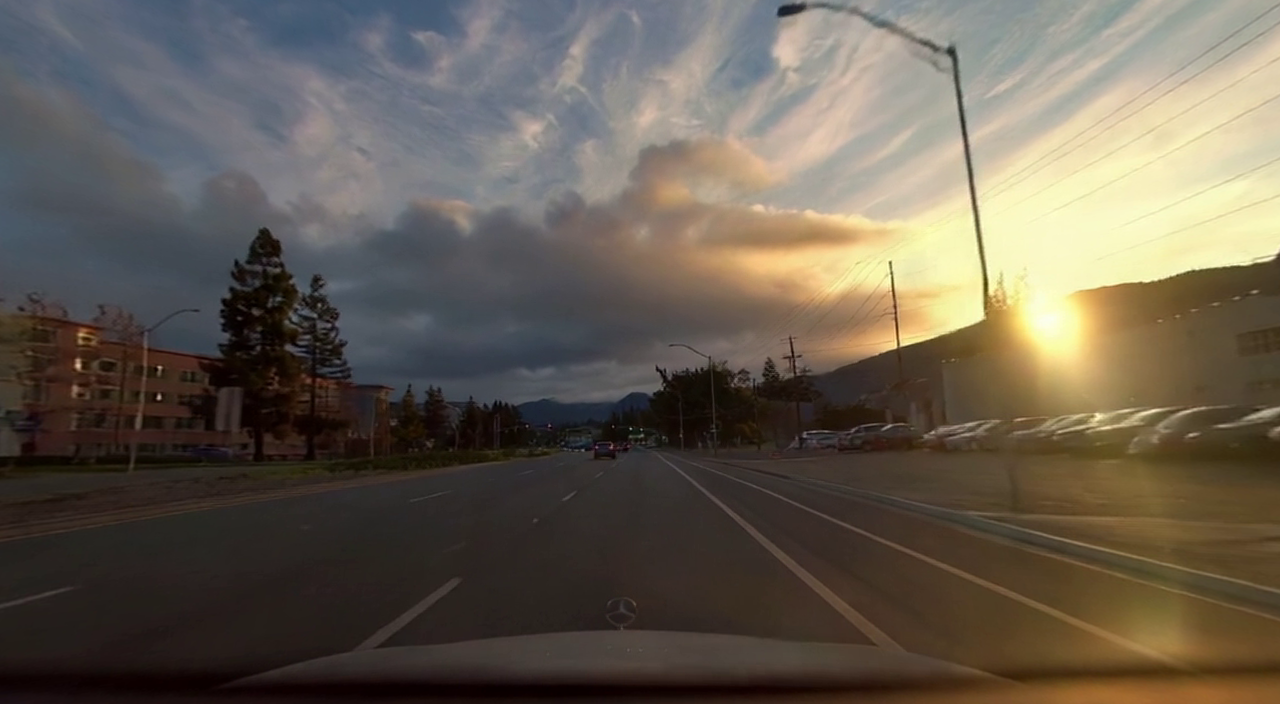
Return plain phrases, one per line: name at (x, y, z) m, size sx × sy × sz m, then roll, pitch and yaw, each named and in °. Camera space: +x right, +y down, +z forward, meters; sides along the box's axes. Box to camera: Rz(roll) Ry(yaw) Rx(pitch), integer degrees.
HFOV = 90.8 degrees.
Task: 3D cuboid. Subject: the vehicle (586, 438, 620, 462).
vehicle at (-2.597, 7.033, 45.358) m, size 2.121 × 1.654 × 3.993 m, roll 0°, pitch -8°, yaw 1°
